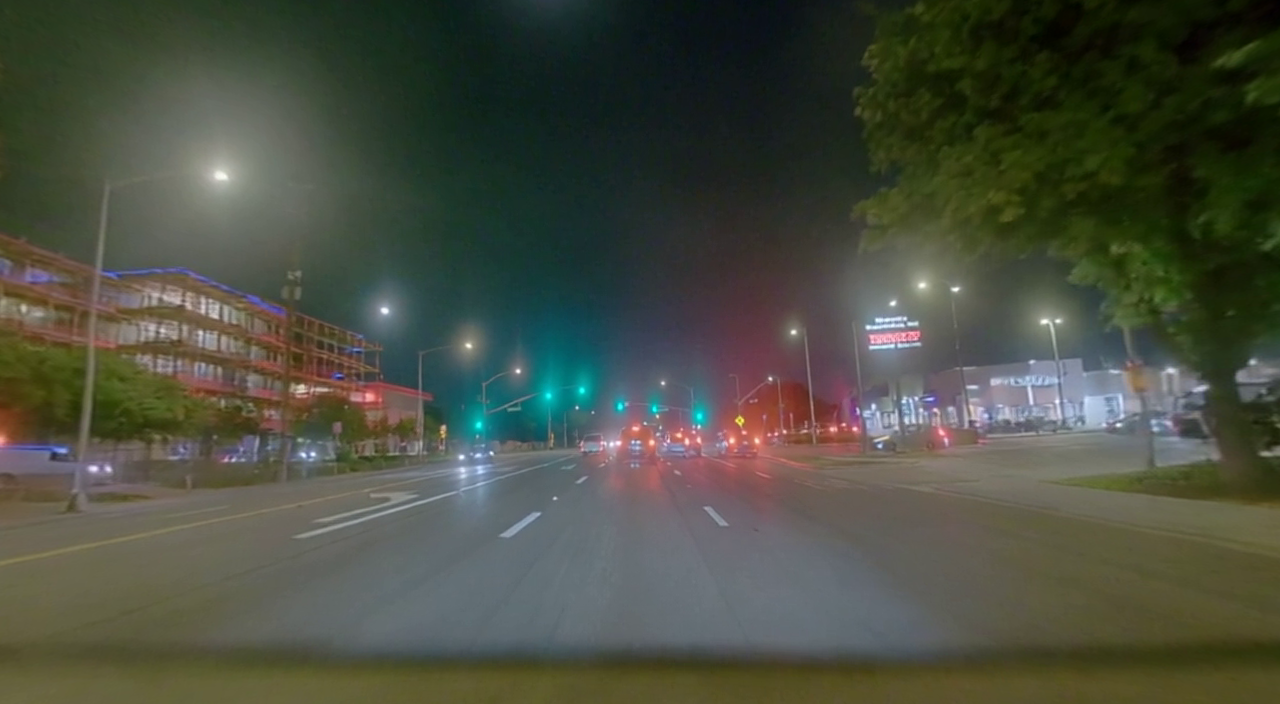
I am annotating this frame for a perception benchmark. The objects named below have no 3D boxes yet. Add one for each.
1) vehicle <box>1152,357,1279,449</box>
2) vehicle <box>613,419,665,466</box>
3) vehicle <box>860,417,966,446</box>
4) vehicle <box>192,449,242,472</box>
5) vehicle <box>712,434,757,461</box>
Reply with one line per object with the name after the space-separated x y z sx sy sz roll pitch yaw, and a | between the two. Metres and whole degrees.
16.021 1.252 15.070 5.631 2.106 2.298 -7 -11 37 | vehicle
-0.113 4.532 31.508 2.350 2.122 5.801 0 -8 -1 | vehicle
15.032 4.433 34.717 4.986 1.467 2.025 -6 -10 34 | vehicle
-33.224 8.475 49.348 4.692 1.720 1.941 -7 -11 40 | vehicle
5.517 5.645 37.385 2.145 1.503 4.267 0 -8 2 | vehicle
